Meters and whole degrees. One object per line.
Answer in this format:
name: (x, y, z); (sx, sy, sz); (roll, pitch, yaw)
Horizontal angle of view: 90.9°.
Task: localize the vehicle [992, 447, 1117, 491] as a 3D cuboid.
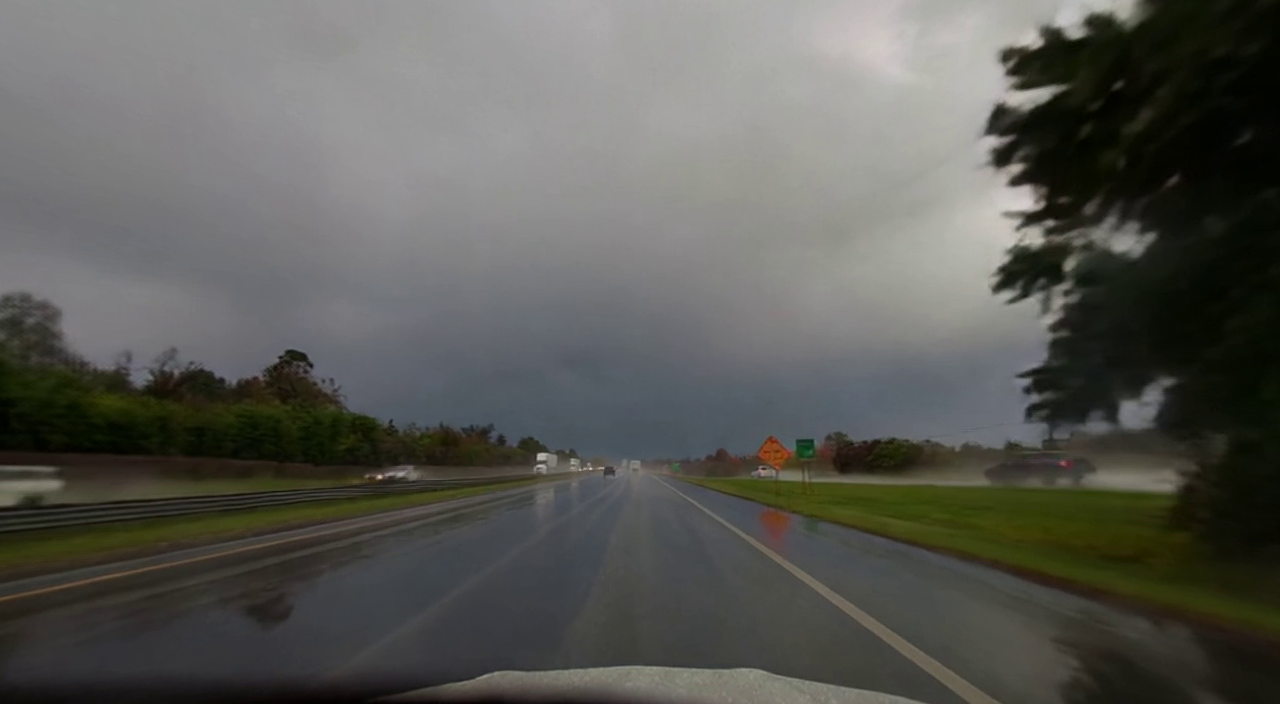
vehicle: (15.930, 4.553, 24.498); (1.973, 1.540, 3.978); (1, -11, -3)
